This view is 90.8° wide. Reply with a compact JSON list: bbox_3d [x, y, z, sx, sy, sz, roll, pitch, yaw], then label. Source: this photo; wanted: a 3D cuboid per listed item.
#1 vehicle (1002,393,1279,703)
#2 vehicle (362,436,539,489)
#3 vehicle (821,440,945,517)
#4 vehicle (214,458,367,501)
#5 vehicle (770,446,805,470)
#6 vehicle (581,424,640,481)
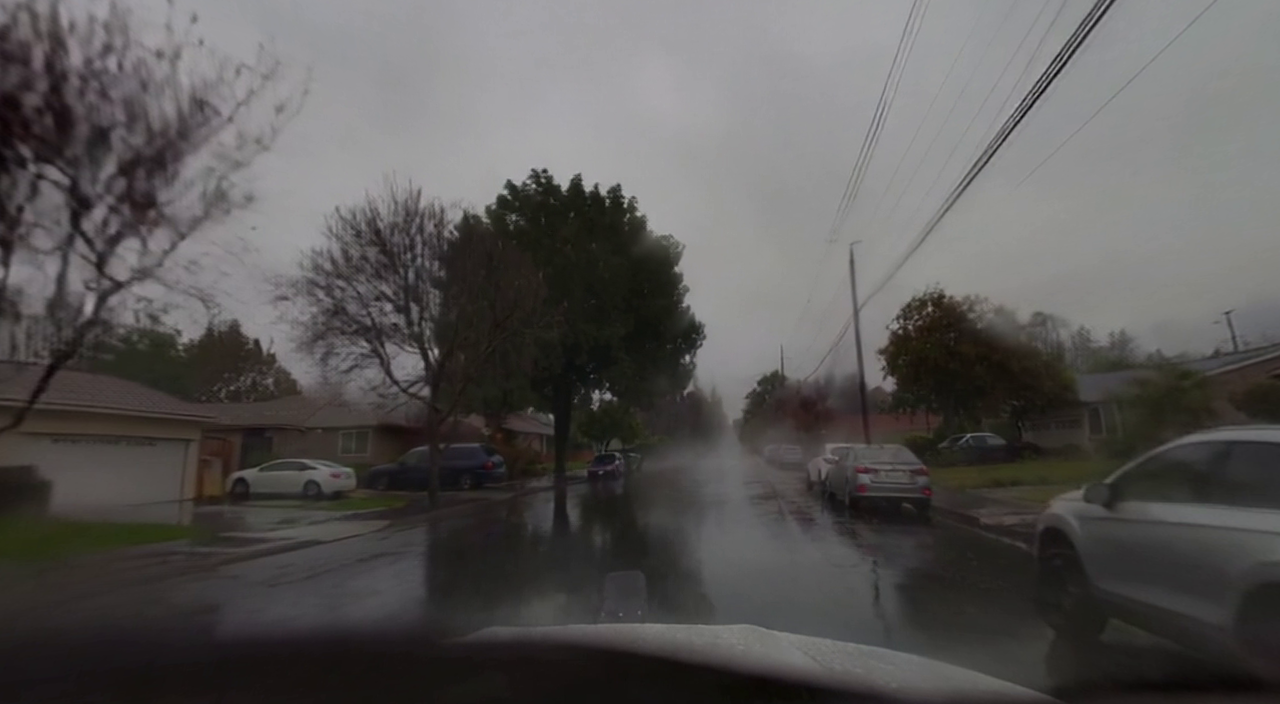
[{"bbox_3d":[3.623,1.094,3.360,1.908,1.572,3.105,-2,-9,10],"label":"vehicle"},{"bbox_3d":[-7.661,4.496,25.908,6.488,2.009,2.354,-2,-9,9],"label":"vehicle"},{"bbox_3d":[5.233,2.735,14.133,1.845,1.453,3.792,-2,-9,10],"label":"vehicle"},{"bbox_3d":[-12.340,4.505,22.460,4.481,1.420,1.712,-1,-9,6],"label":"vehicle"},{"bbox_3d":[9.472,6.810,40.740,1.743,1.440,3.732,-1,-9,7],"label":"vehicle"},{"bbox_3d":[-1.541,5.638,35.655,2.199,2.902,5.848,-2,-9,9],"label":"vehicle"}]
